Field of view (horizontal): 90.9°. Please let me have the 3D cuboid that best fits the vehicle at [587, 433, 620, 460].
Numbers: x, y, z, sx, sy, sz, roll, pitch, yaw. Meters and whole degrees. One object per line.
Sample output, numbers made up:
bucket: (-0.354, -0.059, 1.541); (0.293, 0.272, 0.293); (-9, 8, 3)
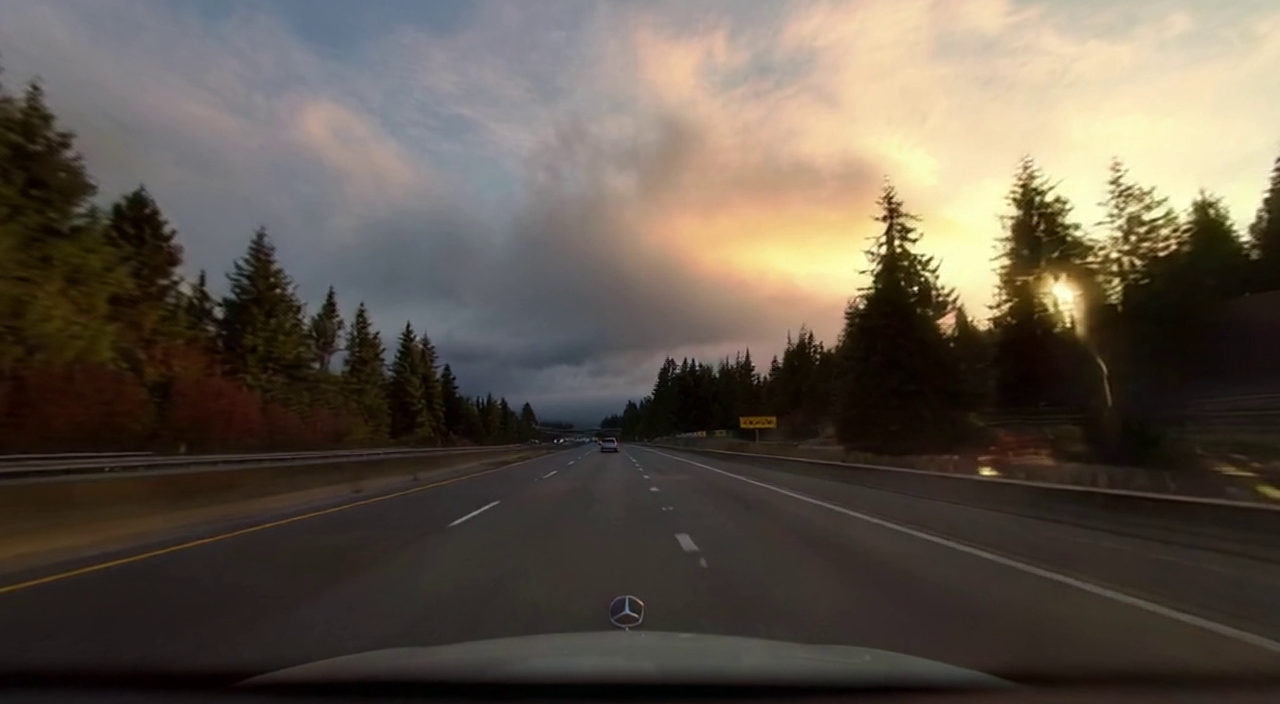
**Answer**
vehicle: (-2.798, 7.339, 48.927); (2.376, 1.977, 5.369); (0, -8, -2)
